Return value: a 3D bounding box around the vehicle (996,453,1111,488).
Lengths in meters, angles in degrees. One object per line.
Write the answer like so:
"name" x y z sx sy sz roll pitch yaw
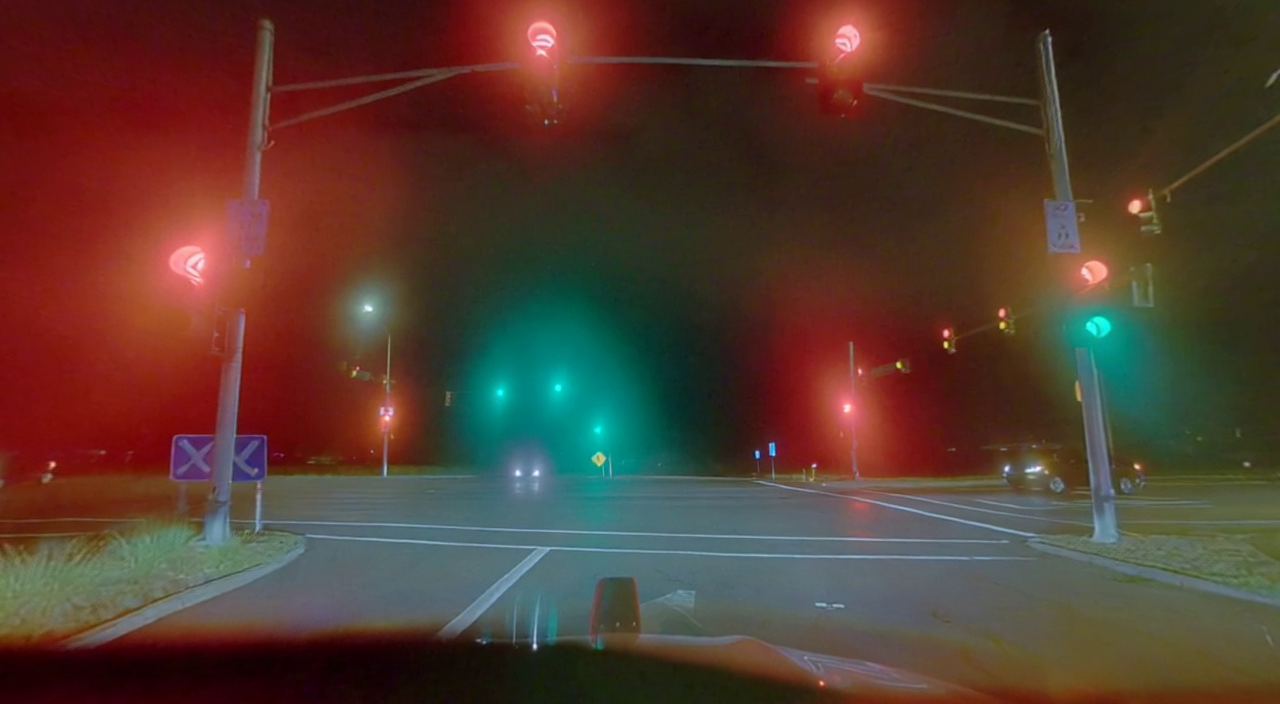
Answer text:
"vehicle" 21.249 6.137 32.477 4.455 1.647 2.124 1 -12 -6

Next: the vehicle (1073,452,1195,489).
"vehicle" 22.733 5.478 29.078 3.998 1.590 1.936 1 -12 -6
